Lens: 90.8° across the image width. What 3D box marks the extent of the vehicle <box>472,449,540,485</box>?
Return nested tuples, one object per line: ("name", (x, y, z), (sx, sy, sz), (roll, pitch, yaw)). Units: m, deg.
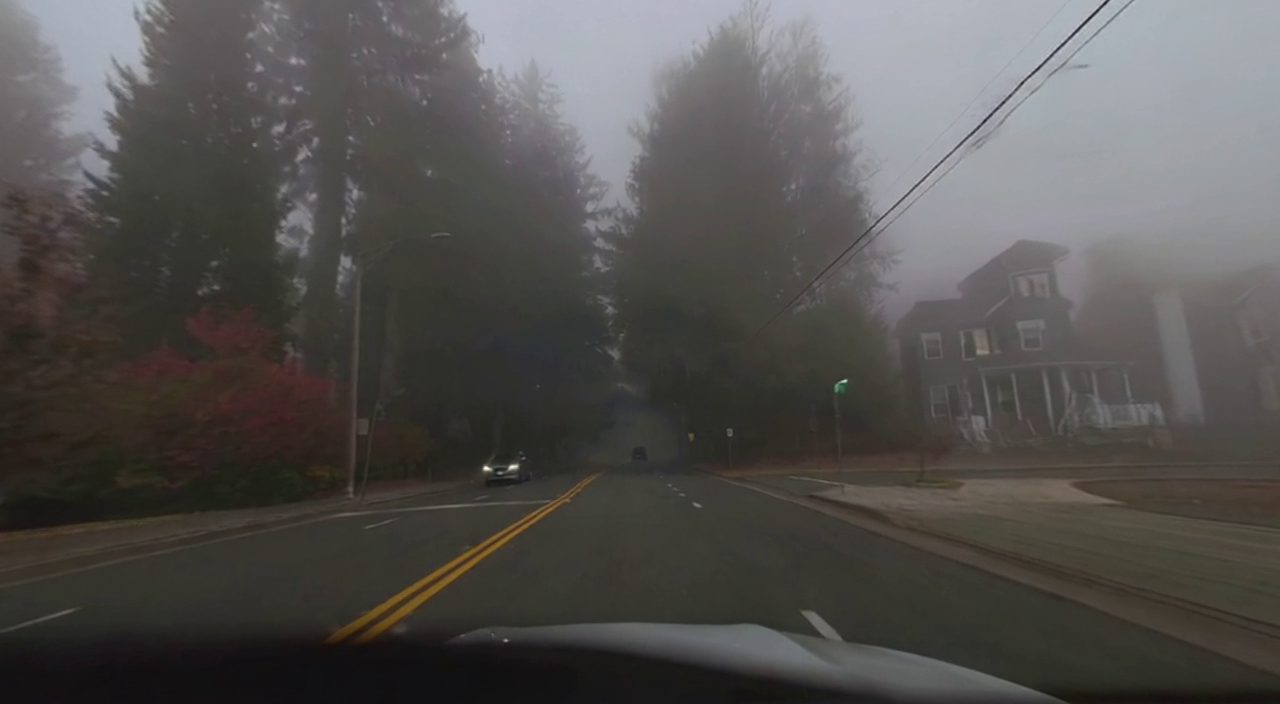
("vehicle", (-6.125, 5.317, 29.510), (2.243, 1.476, 4.729), (0, -9, -1))
